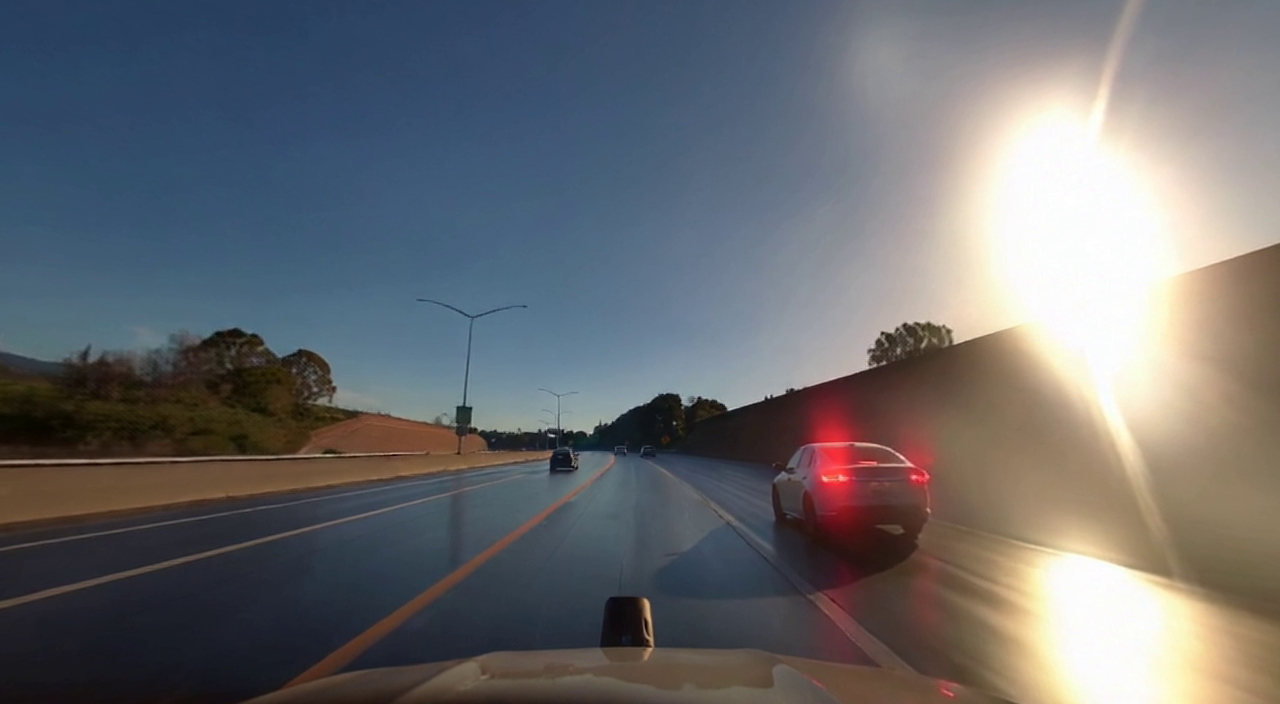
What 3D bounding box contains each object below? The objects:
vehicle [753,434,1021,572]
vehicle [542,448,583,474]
[{"bbox_3d":[3.152,2.018,9.372,2.030,1.490,4.737,0,-8,0],"label":"vehicle"},{"bbox_3d":[-4.689,6.663,38.696,2.014,1.481,4.156,0,-8,-1],"label":"vehicle"}]
